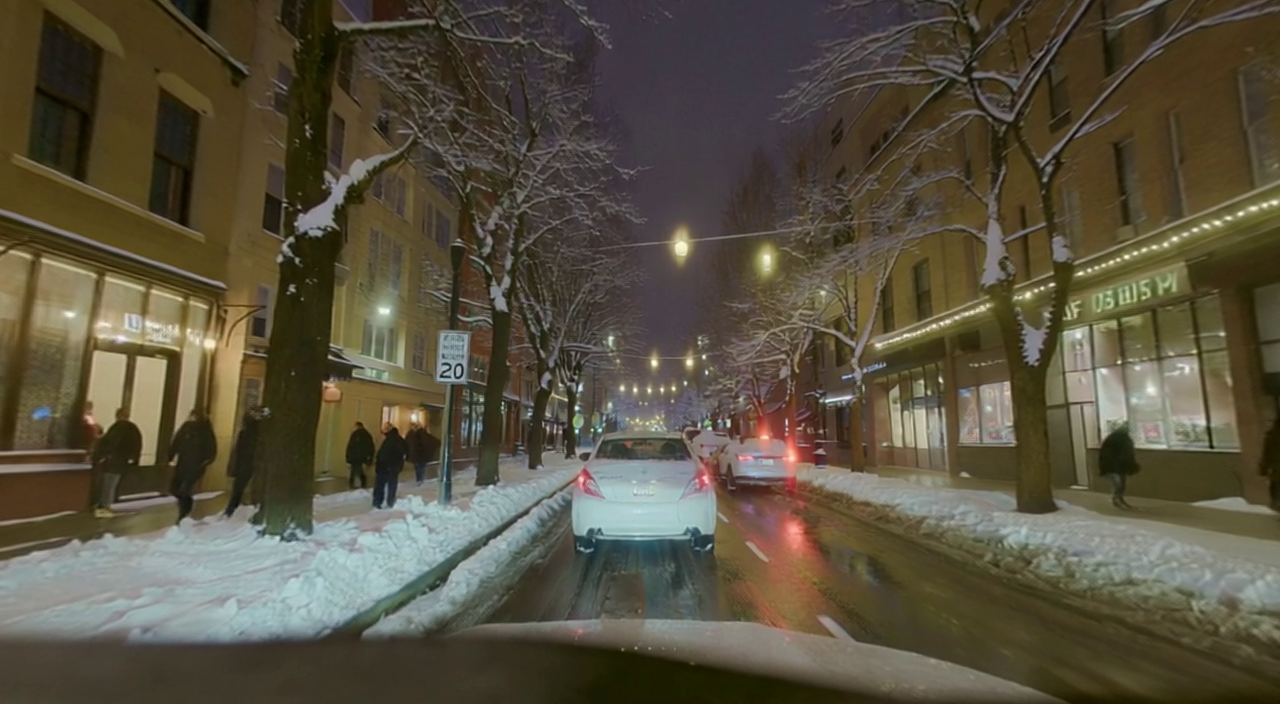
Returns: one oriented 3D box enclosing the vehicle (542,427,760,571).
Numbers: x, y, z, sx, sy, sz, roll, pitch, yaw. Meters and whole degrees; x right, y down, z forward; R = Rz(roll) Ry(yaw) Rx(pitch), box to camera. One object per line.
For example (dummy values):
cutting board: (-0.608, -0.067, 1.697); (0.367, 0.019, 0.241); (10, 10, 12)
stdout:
vehicle: (0.079, 1.843, 8.720); (2.261, 1.474, 4.130); (0, -8, -1)

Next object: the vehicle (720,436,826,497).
vehicle: (3.613, 3.203, 18.097); (2.025, 1.523, 4.426); (0, -9, -1)
